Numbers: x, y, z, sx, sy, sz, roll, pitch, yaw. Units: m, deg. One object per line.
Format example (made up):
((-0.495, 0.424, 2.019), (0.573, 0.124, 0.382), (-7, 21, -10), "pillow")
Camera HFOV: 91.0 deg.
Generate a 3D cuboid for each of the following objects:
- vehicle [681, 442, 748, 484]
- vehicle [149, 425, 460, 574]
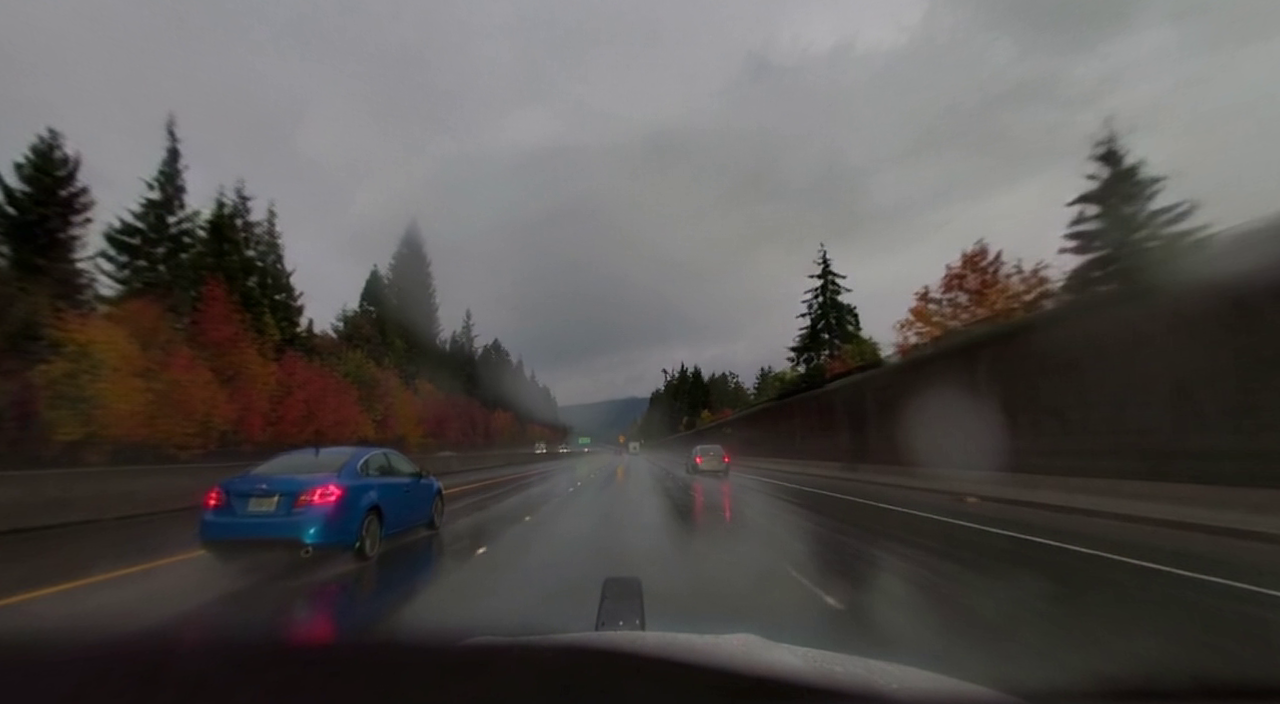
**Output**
((3.037, 4.651, 26.704), (2.146, 1.573, 4.661), (0, -9, -1), "vehicle")
((-4.201, 1.904, 8.947), (2.010, 1.550, 4.376), (0, -9, 0), "vehicle")
